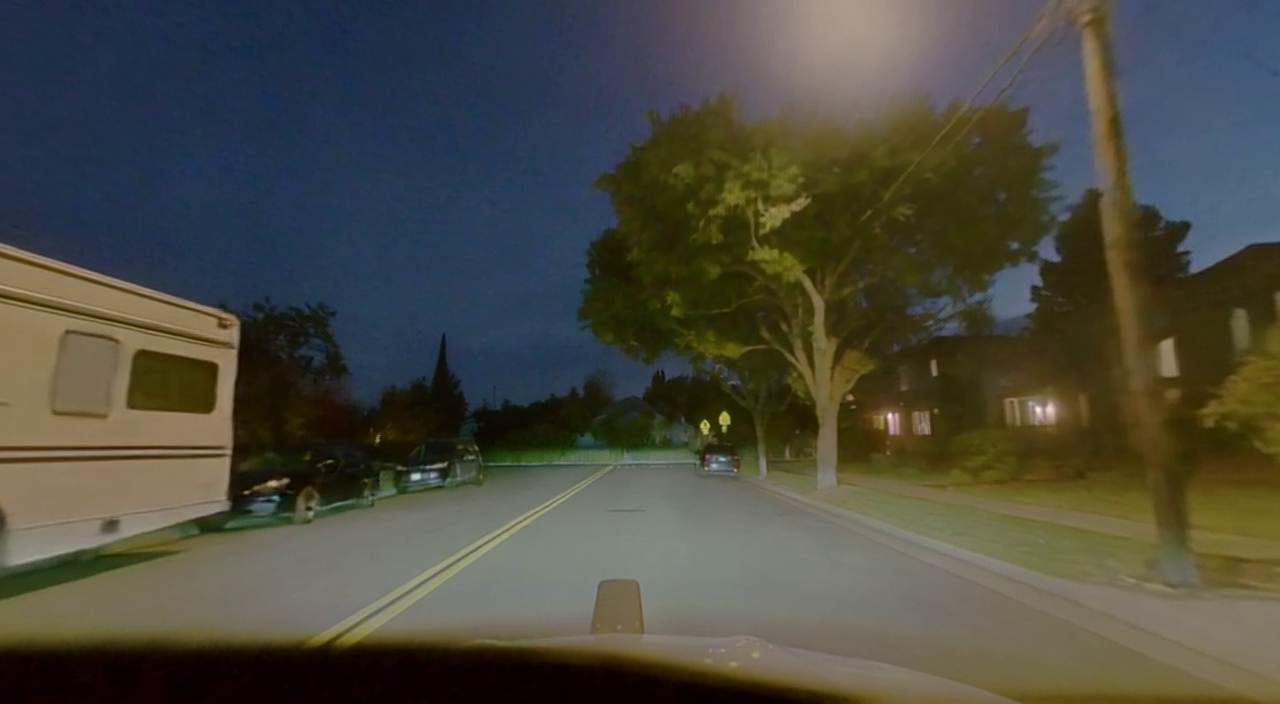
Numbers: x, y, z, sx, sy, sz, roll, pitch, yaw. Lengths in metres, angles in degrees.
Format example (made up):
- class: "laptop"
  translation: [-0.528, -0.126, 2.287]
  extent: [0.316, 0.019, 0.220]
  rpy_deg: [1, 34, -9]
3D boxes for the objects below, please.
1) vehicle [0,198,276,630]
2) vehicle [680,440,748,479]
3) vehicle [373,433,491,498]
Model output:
- class: "vehicle"
  translation: [-6.788, 0.180, 2.932]
  extent: [3.103, 3.479, 11.801]
  rpy_deg: [-1, -9, 1]
- class: "vehicle"
  translation: [2.990, 4.464, 26.535]
  extent: [2.167, 1.479, 4.597]
  rpy_deg: [0, -8, -1]
- class: "vehicle"
  translation: [-6.926, 3.821, 21.856]
  extent: [2.225, 1.817, 5.731]
  rpy_deg: [-3, -8, -1]
